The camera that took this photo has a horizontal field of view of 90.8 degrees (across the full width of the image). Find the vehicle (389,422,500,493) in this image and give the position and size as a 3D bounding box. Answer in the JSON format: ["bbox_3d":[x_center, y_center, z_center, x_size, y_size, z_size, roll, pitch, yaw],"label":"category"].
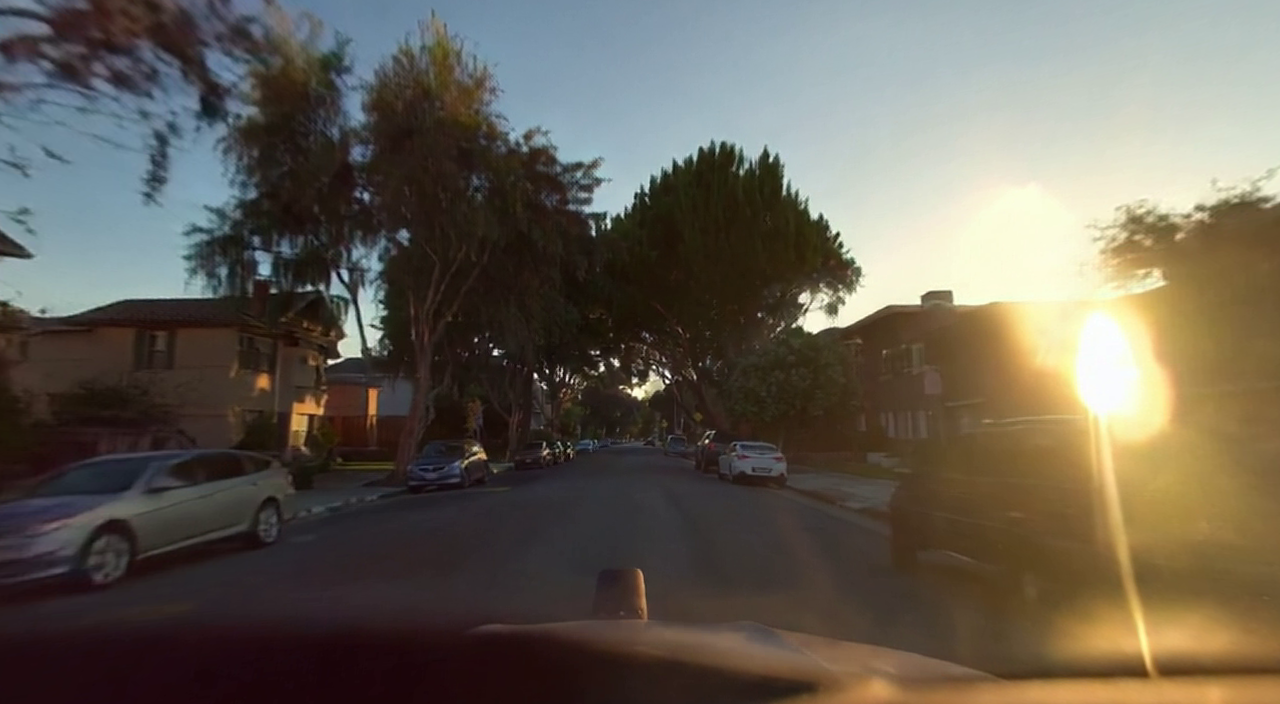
[{"bbox_3d":[-5.922,3.287,19.749,2.106,1.760,4.573,-4,-9,-2],"label":"vehicle"}]

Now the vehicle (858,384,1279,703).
[{"bbox_3d":[3.517,1.287,5.098,1.950,1.647,4.425,0,-8,0],"label":"vehicle"}]

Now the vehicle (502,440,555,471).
[{"bbox_3d":[-5.771,5.395,33.241,1.998,1.485,4.476,0,-8,0],"label":"vehicle"}]

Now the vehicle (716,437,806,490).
[{"bbox_3d":[3.723,3.514,20.267,1.968,1.505,4.368,0,-8,0],"label":"vehicle"}]

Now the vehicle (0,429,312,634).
[{"bbox_3d":[-5.811,1.729,7.123,1.901,1.475,4.425,-5,-6,0],"label":"vehicle"}]
